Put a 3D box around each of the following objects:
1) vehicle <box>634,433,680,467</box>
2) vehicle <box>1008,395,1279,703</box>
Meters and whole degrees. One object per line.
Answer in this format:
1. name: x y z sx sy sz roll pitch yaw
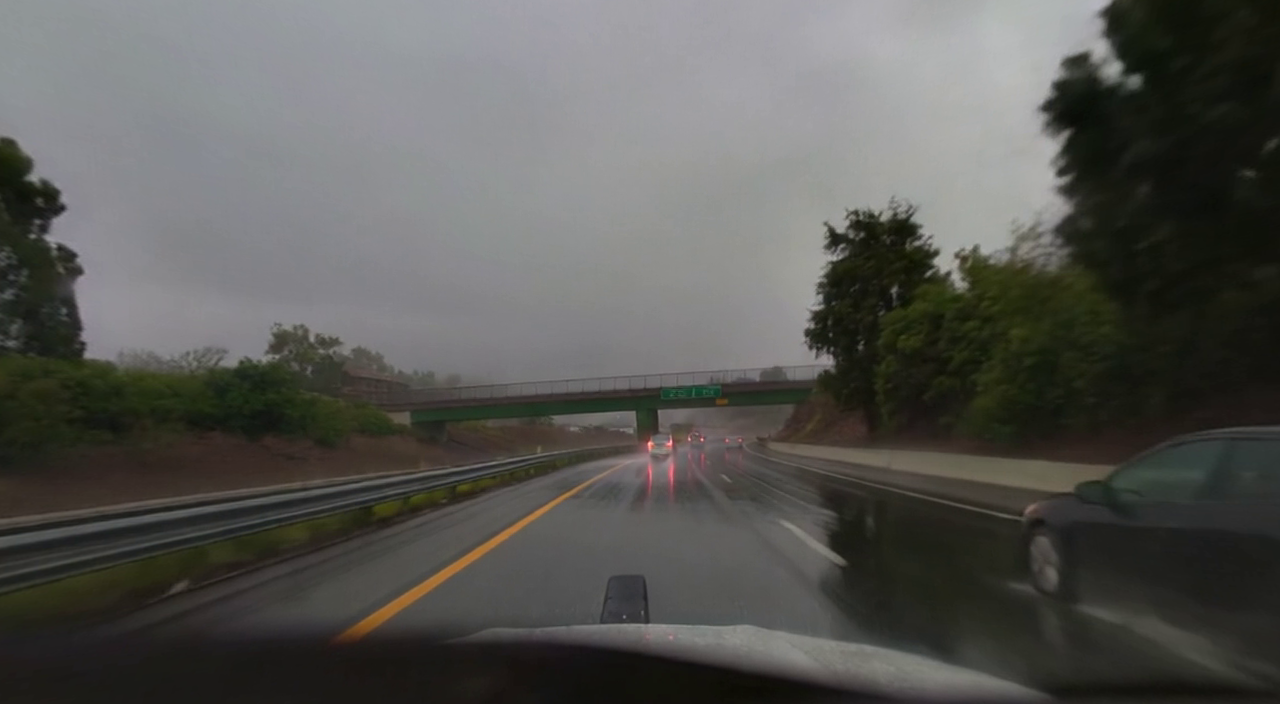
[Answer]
1. vehicle: 0.839 4.594 29.644 1.993 1.461 3.812 -1 -8 3
2. vehicle: 4.100 0.944 2.906 2.163 1.489 4.470 0 -8 1
